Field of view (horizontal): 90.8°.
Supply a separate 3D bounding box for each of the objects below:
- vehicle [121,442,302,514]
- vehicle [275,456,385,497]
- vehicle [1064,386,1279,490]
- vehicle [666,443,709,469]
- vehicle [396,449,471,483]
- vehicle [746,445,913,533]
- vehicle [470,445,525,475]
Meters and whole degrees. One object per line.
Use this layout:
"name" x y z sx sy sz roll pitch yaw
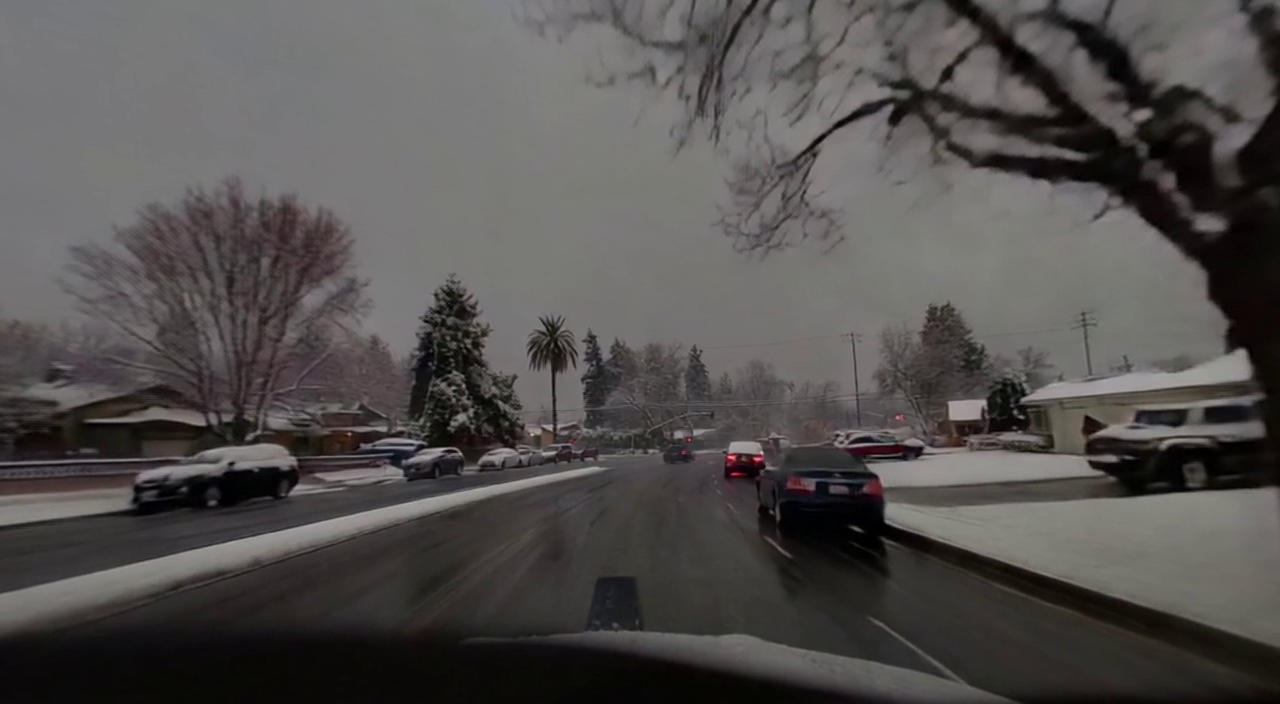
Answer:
"vehicle" -13.398 3.949 20.261 2.131 1.902 4.924 -3 -9 4
"vehicle" -12.846 5.155 26.572 1.866 1.501 4.681 -1 -9 6
"vehicle" 12.928 1.924 13.942 5.550 2.066 2.288 -6 -11 28
"vehicle" 3.002 6.401 38.980 2.035 1.474 4.284 -2 -9 13
"vehicle" -11.623 6.433 36.032 1.967 1.736 4.730 -2 -9 11
"vehicle" 3.505 2.600 12.739 2.037 1.425 4.621 0 -9 1
"vehicle" -10.020 7.649 44.956 2.081 1.948 4.821 -2 -9 10
